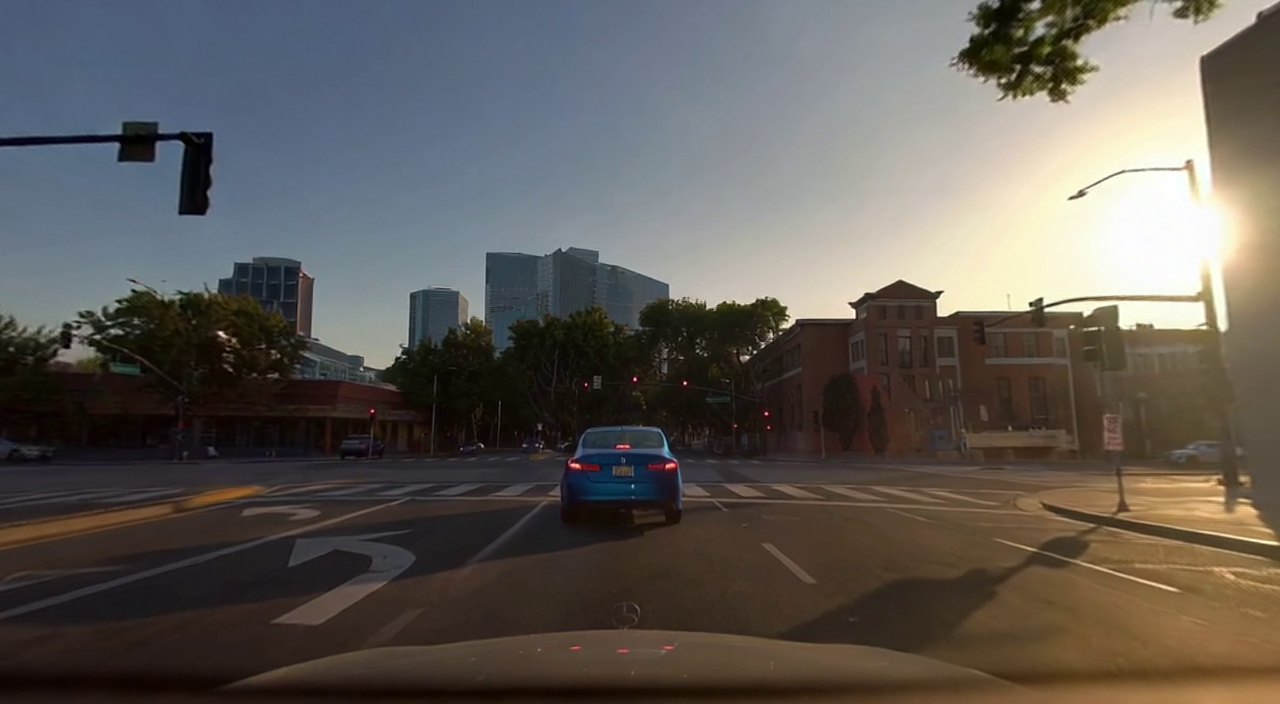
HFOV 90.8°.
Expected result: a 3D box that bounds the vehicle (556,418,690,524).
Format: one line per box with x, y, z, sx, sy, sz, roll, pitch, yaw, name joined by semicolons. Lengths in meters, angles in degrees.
-0.304;2.132;11.821;2.066;1.618;3.922;0;-8;-1;vehicle
